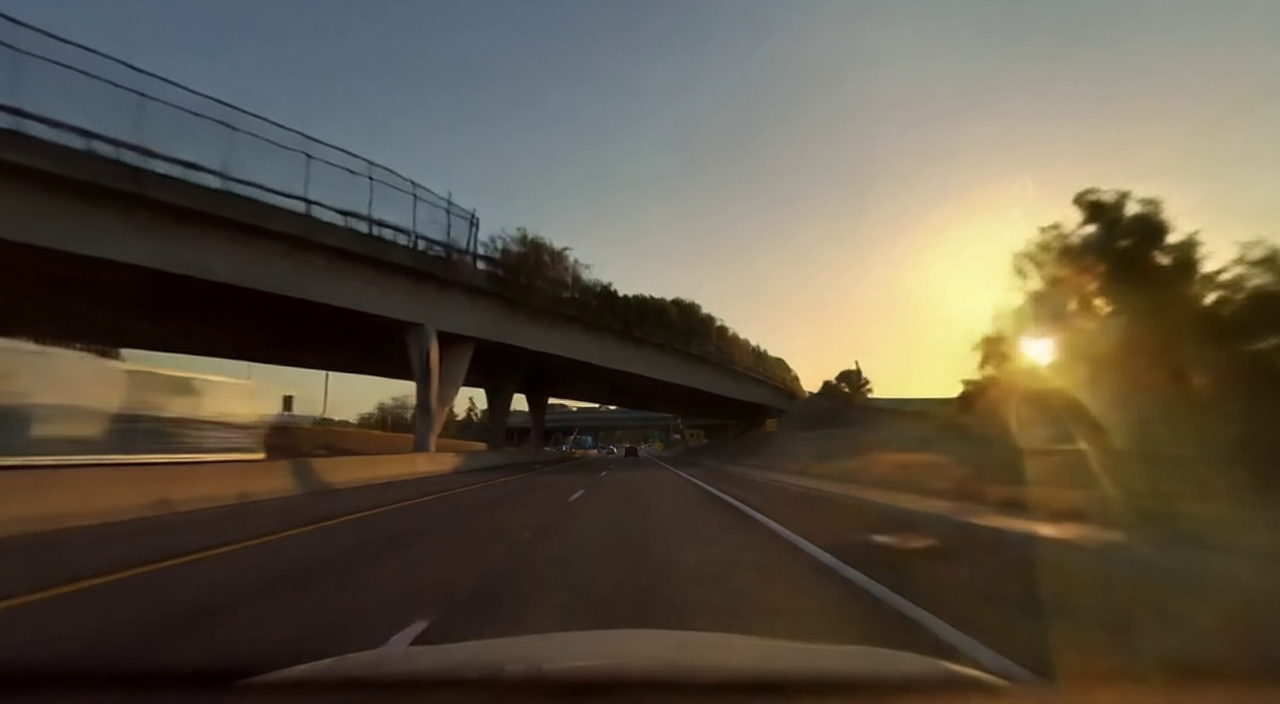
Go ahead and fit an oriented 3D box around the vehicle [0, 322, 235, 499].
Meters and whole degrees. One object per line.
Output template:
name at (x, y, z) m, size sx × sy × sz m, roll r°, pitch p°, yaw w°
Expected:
vehicle at (-16.397, 1.559, 15.883) m, size 2.944 × 4.077 × 14.655 m, roll 0°, pitch -9°, yaw -1°
